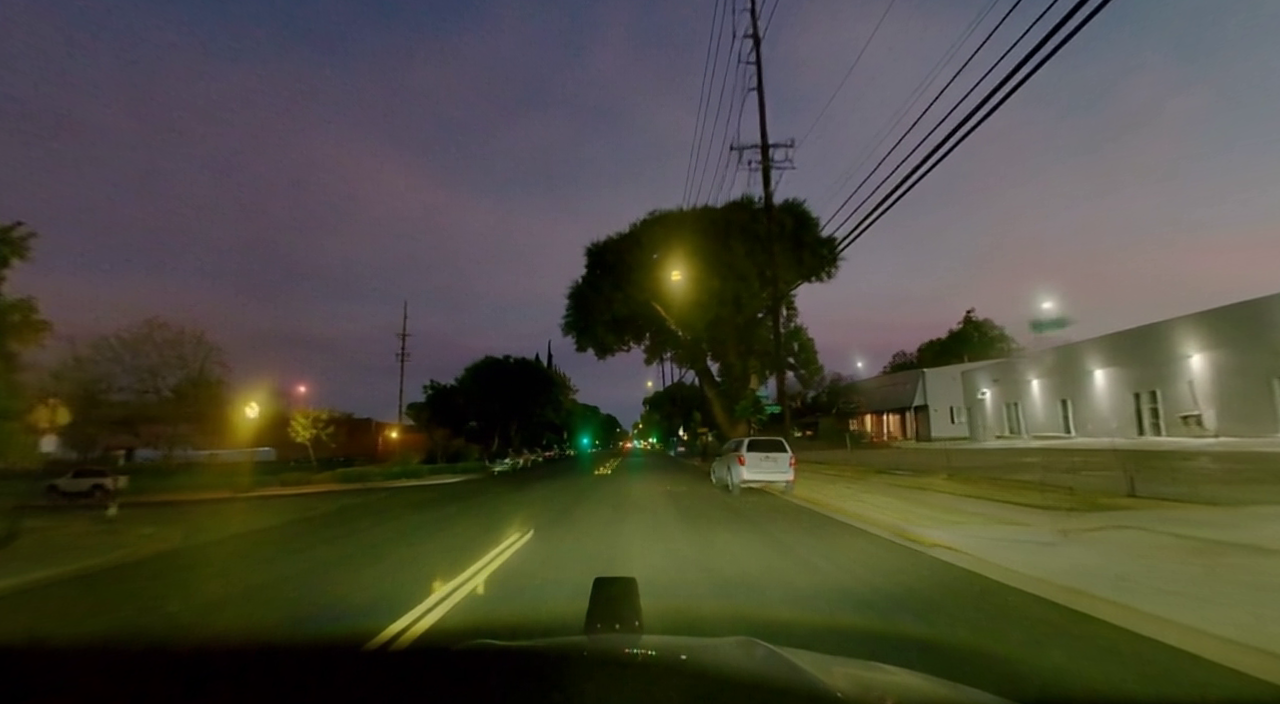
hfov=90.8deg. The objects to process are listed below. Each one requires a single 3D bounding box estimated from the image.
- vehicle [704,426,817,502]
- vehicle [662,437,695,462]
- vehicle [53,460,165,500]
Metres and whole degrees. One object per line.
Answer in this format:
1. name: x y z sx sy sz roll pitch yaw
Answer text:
1. vehicle: 3.170 3.080 17.859 2.138 1.820 5.218 0 -8 0
2. vehicle: 2.977 7.620 49.449 2.120 1.869 4.773 0 -8 -2
3. vehicle: -25.837 6.211 30.971 1.803 1.469 4.240 -2 -6 1
